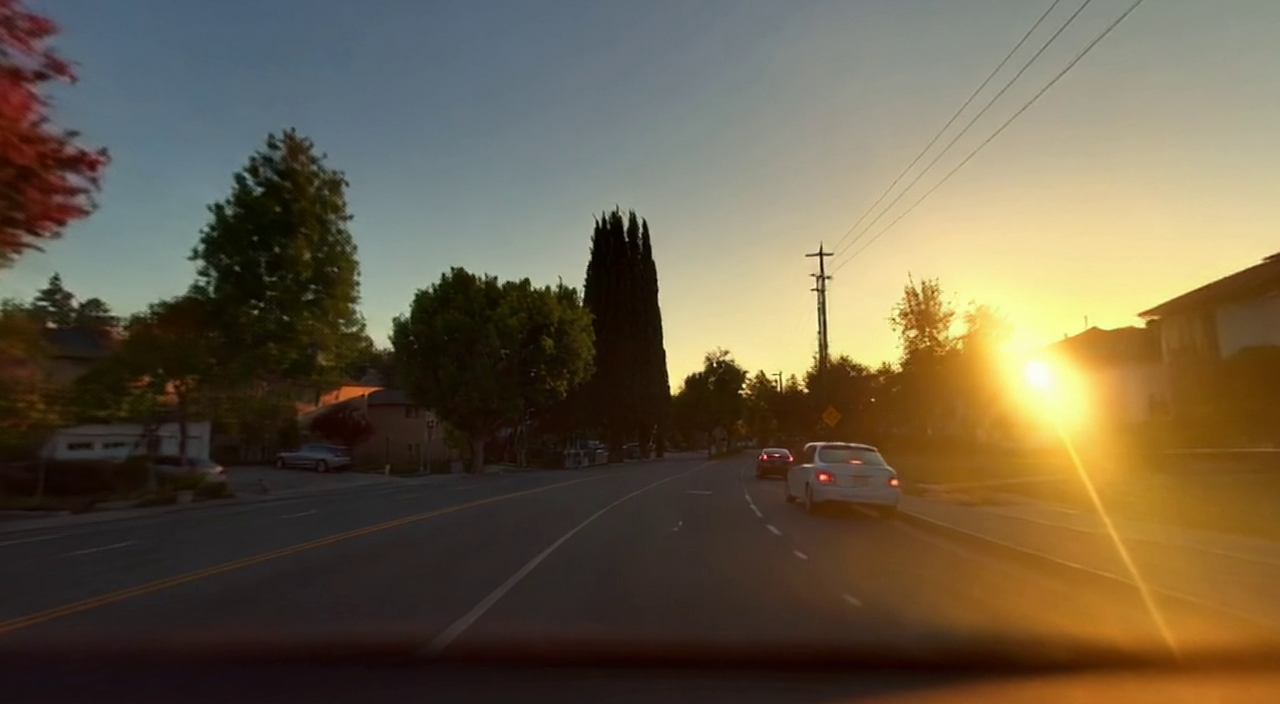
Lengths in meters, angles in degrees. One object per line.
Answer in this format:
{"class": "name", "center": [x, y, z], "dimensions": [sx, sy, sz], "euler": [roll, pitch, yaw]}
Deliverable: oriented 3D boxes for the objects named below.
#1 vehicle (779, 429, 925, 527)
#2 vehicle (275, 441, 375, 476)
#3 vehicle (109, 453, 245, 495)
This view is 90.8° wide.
{"class": "vehicle", "center": [4.419, 2.674, 13.973], "dimensions": [1.989, 1.782, 4.351], "euler": [-1, -9, 4]}
{"class": "vehicle", "center": [-19.568, 6.613, 39.372], "dimensions": [5.134, 2.110, 2.040], "euler": [-1, -9, 5]}
{"class": "vehicle", "center": [-18.326, 4.787, 25.087], "dimensions": [4.284, 1.549, 1.828], "euler": [-2, -9, 11]}
